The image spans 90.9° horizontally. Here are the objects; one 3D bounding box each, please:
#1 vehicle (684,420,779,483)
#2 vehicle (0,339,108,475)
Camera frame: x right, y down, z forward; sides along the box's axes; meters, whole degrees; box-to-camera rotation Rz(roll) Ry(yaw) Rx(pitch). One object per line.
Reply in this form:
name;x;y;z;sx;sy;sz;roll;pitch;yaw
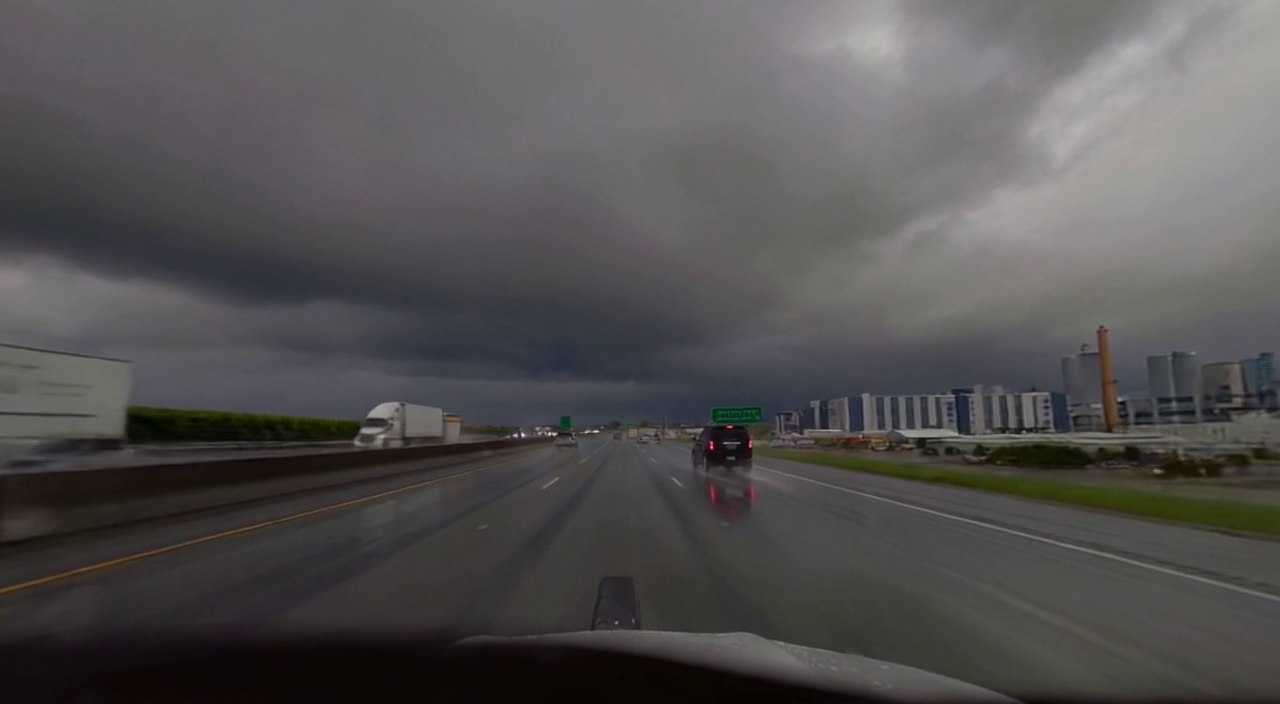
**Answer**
vehicle;2.549;2.909;18.706;2.022;1.637;4.229;1;-8;-3
vehicle;-20.593;1.177;15.396;2.900;4.050;14.511;0;-8;-2
